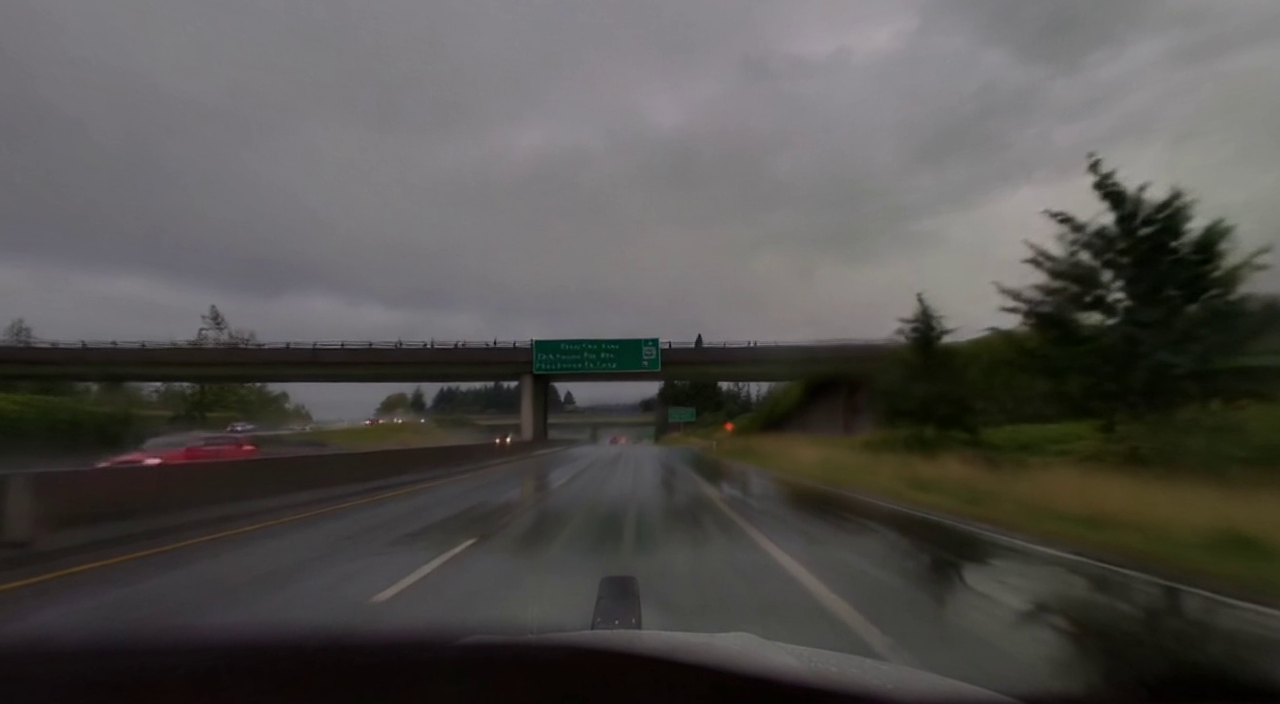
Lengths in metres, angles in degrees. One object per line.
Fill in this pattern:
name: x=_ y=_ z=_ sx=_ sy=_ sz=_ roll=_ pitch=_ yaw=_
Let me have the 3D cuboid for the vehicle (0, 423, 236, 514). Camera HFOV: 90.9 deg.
vehicle: x=-11.896 y=2.576 z=14.537 sx=2.179 sy=1.752 sz=4.402 roll=0 pitch=-8 yaw=0
